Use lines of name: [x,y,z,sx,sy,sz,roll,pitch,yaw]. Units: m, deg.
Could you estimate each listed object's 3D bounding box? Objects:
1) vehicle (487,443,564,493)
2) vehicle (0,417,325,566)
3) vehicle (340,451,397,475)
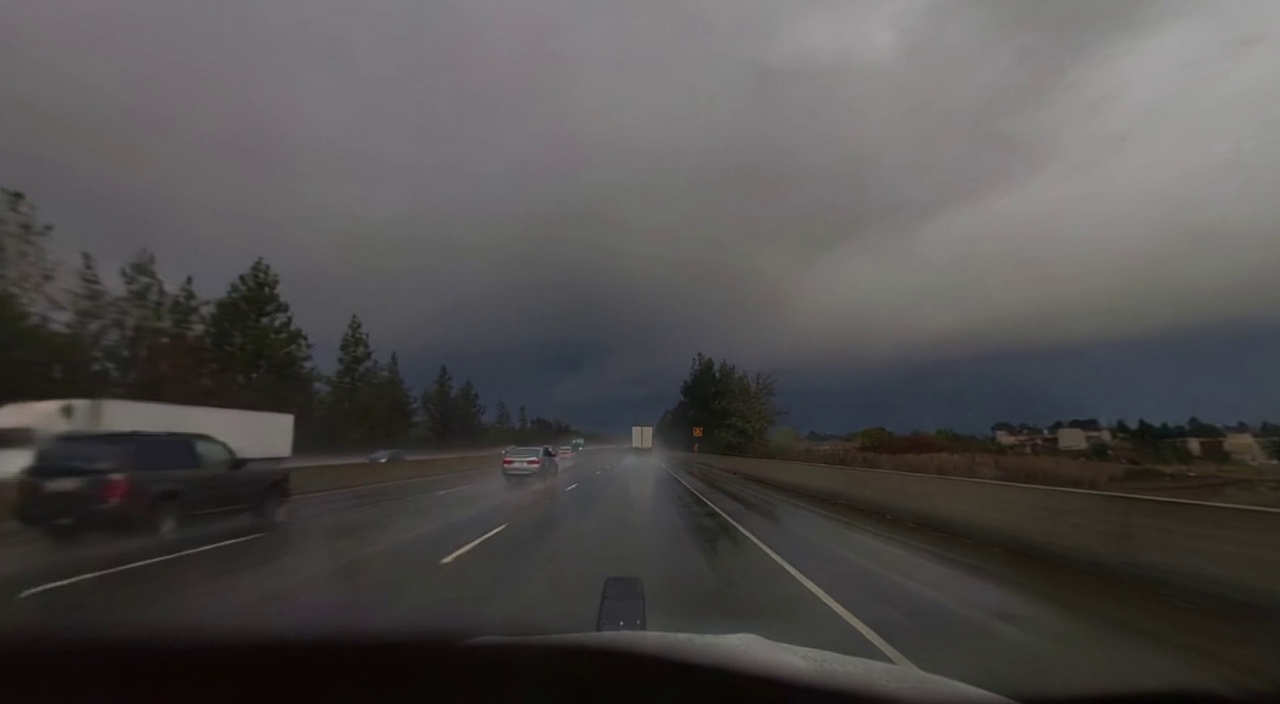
vehicle: [-3.794,3.895,21.509,1.893,1.521,3.742,0,-9,0]
vehicle: [-7.294,2.011,9.868,2.173,1.722,4.869,0,-9,0]
vehicle: [-17.983,7.359,41.984,1.825,1.459,4.238,-1,-9,1]
